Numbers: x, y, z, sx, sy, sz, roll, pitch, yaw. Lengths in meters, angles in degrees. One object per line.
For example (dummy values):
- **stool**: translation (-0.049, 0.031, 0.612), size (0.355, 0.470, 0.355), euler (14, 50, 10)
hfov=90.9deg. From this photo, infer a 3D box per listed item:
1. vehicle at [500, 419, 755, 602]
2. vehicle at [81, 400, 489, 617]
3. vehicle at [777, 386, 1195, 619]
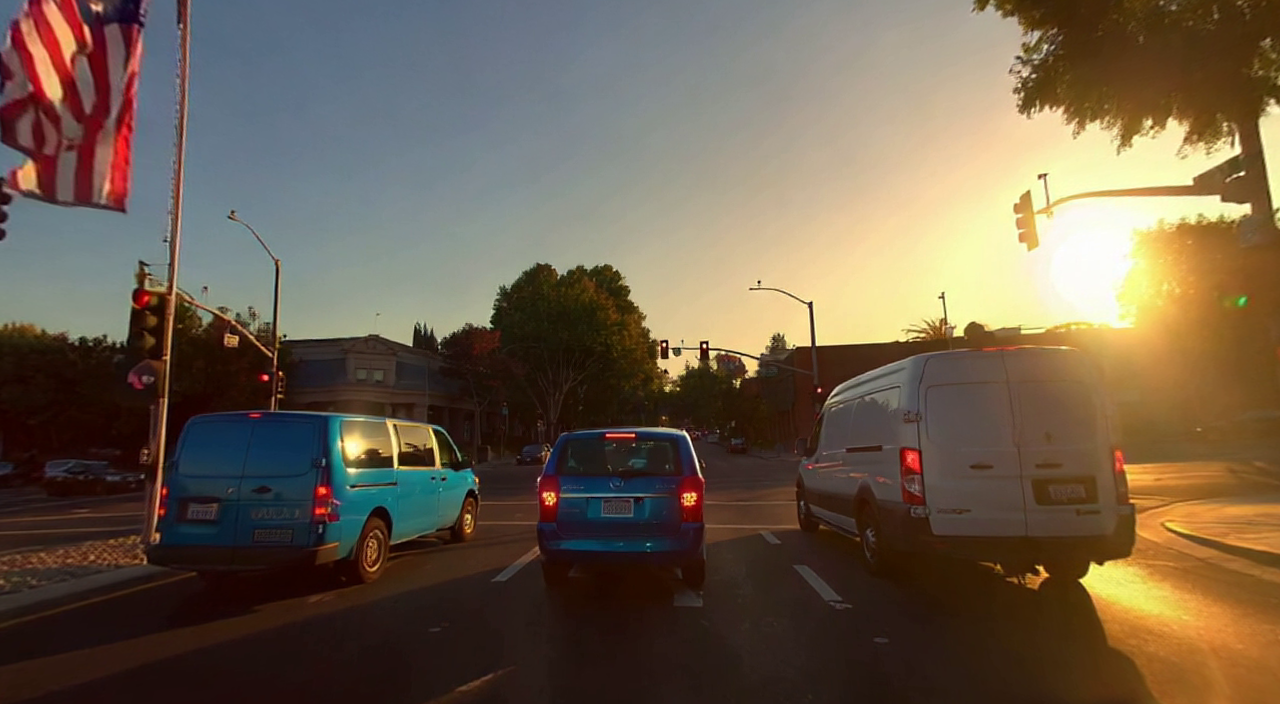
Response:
- **vehicle**: translation (-0.140, 1.623, 7.349), size (2.098, 1.494, 4.118), euler (0, -9, -1)
- **vehicle**: translation (-3.303, 1.529, 7.030), size (2.024, 1.677, 3.998), euler (-1, -9, 3)
- **vehicle**: translation (3.093, 1.465, 7.029), size (2.178, 1.746, 4.400), euler (0, -9, 1)
